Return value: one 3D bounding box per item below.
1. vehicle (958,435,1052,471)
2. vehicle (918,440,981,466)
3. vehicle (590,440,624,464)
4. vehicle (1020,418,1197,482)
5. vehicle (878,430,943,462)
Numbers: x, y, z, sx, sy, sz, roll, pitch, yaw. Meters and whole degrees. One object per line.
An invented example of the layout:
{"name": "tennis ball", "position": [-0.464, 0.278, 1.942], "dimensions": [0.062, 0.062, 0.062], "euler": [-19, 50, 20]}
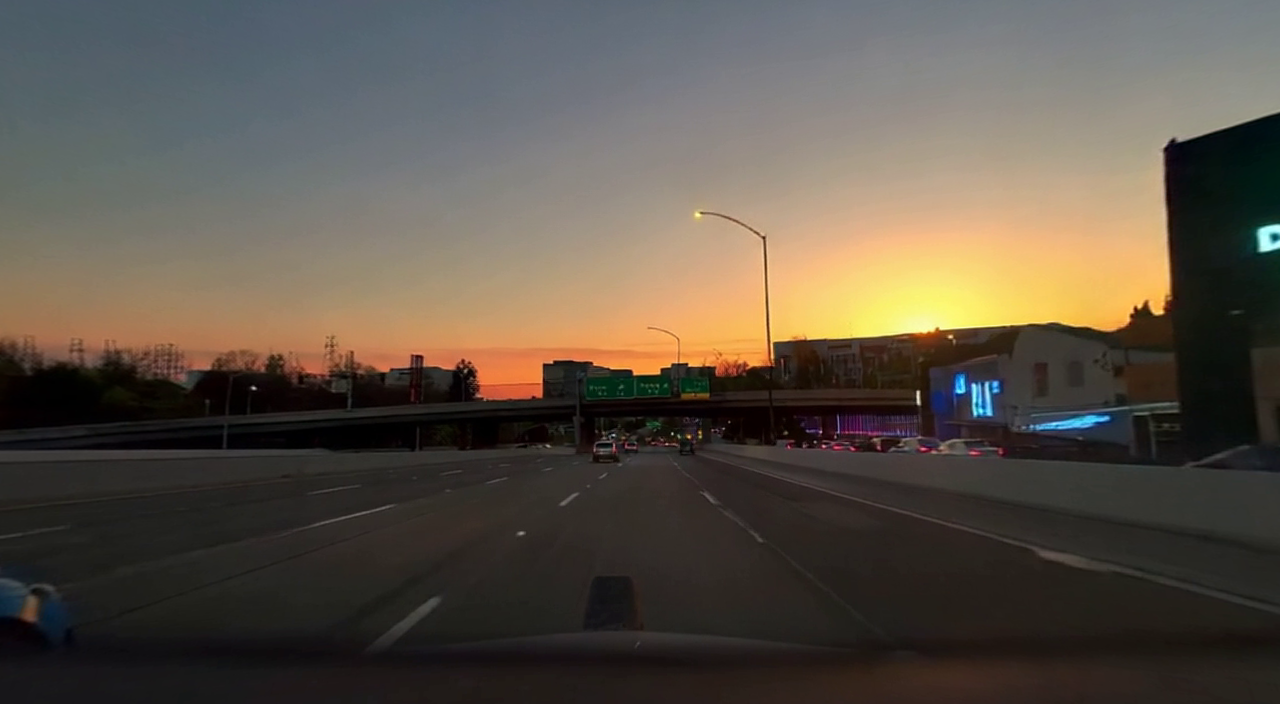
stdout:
{"name": "vehicle", "position": [18.160, 5.056, 31.774], "dimensions": [1.889, 1.648, 5.173], "euler": [-1, -8, 3]}
{"name": "vehicle", "position": [18.425, 6.043, 37.855], "dimensions": [1.712, 1.448, 4.346], "euler": [-1, -8, 3]}
{"name": "vehicle", "position": [-2.168, 6.745, 42.867], "dimensions": [1.982, 1.516, 4.327], "euler": [0, -8, 1]}
{"name": "vehicle", "position": [17.837, 3.782, 24.629], "dimensions": [2.367, 2.187, 5.862], "euler": [0, -8, 0]}
{"name": "vehicle", "position": [18.530, 6.495, 43.580], "dimensions": [2.229, 2.050, 5.602], "euler": [-1, -8, 3]}
